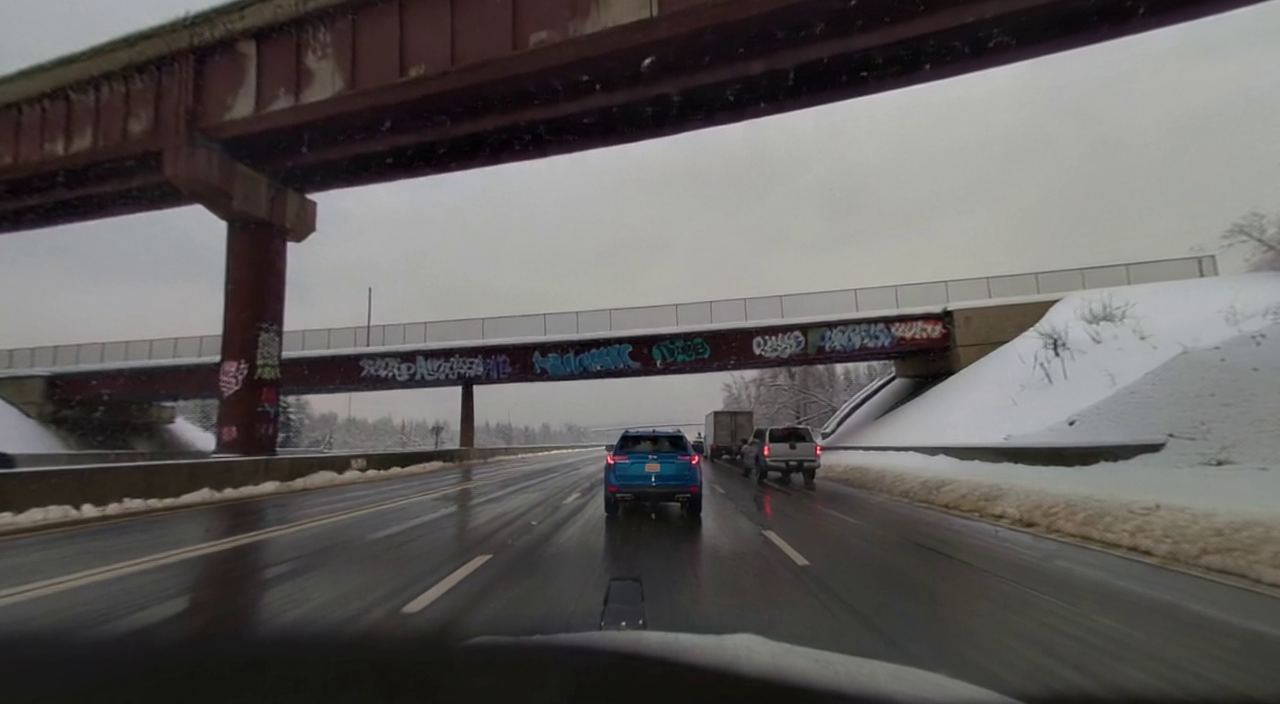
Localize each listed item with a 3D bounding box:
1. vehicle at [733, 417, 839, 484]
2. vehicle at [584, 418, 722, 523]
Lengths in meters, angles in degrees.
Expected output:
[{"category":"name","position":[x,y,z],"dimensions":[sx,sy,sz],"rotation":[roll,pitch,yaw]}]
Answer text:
[{"category":"vehicle","position":[4.636,3.275,21.156],"dimensions":[2.311,1.922,5.977],"rotation":[0,-8,2]},{"category":"vehicle","position":[0.238,2.179,12.067],"dimensions":[2.193,1.651,3.946],"rotation":[0,-8,1]}]
